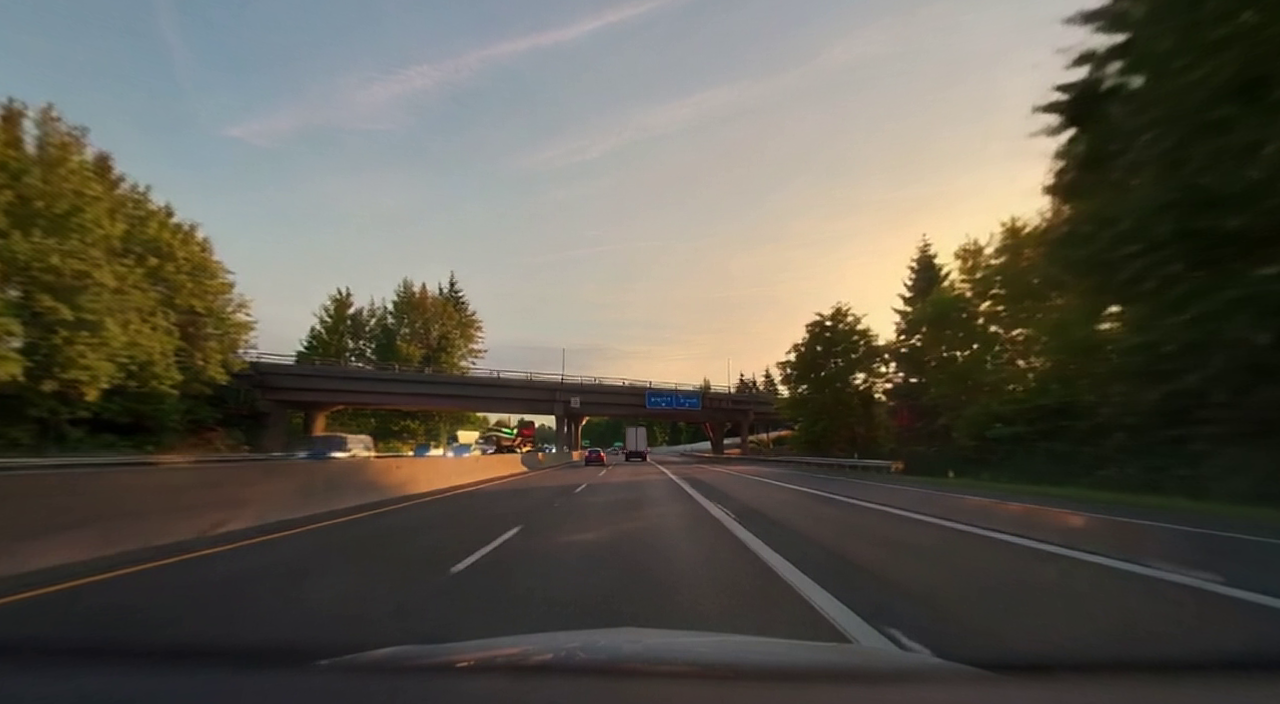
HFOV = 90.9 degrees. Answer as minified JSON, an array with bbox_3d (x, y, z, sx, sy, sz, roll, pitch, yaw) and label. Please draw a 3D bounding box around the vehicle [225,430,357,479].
[{"bbox_3d":[-12.086,3.616,22.289,1.936,1.515,4.769,0,-9,0],"label":"vehicle"}]
